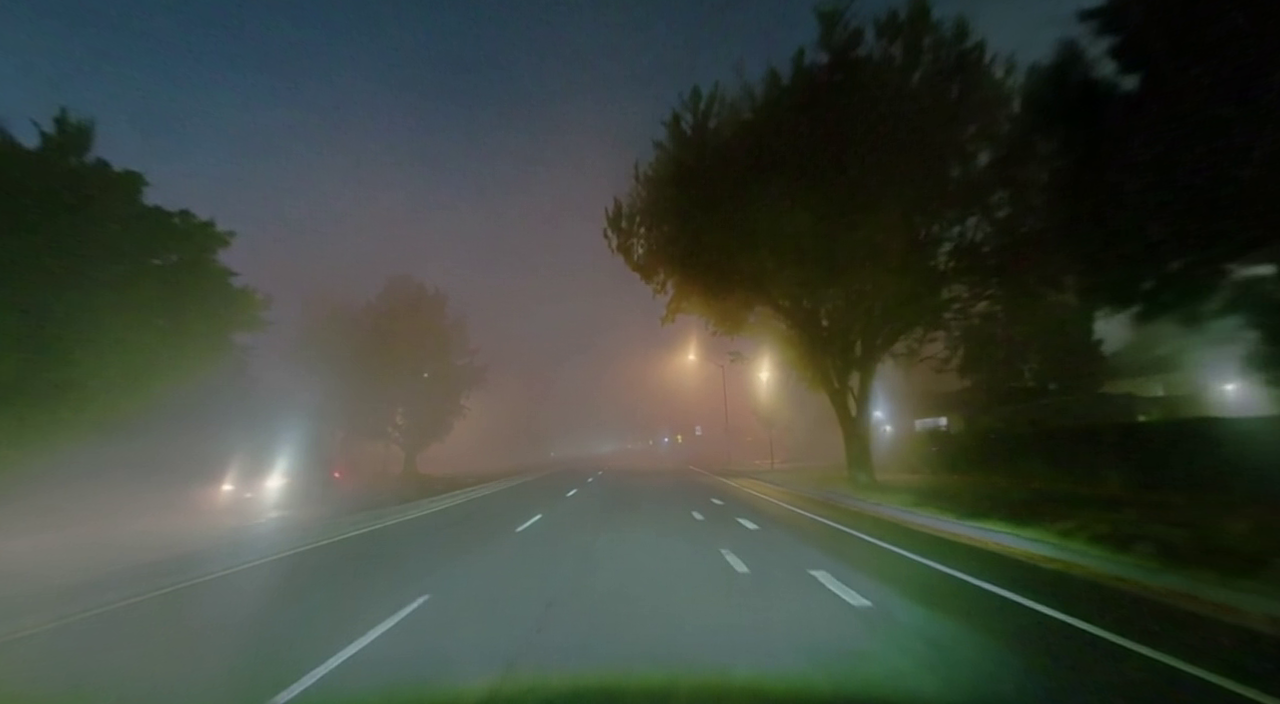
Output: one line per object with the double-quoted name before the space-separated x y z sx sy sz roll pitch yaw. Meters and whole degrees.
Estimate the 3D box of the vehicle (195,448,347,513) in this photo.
"vehicle" -11.544 4.026 20.226 2.047 1.710 4.473 -3 -9 2
